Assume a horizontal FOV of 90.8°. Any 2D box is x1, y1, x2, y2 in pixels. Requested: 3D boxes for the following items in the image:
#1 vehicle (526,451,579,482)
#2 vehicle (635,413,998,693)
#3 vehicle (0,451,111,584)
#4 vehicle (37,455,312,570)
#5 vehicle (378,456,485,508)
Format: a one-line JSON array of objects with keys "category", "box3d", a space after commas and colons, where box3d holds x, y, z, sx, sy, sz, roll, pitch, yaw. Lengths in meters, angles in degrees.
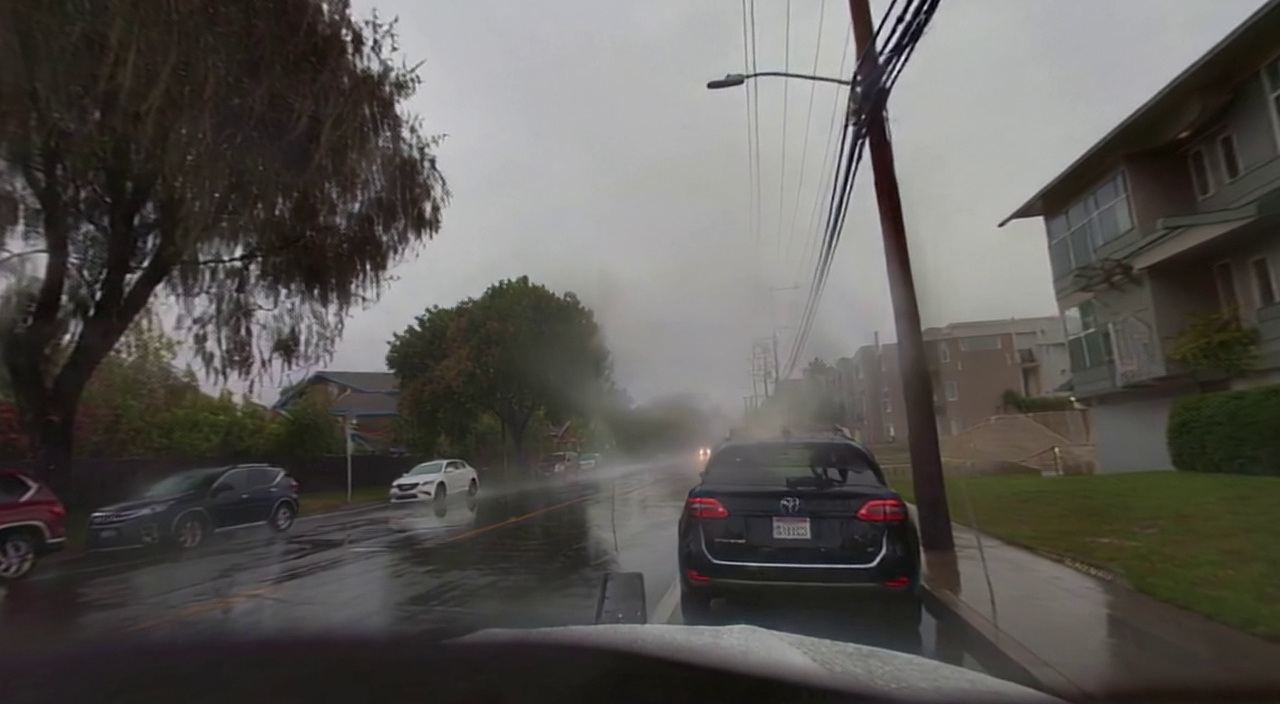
[{"category": "vehicle", "box3d": [-5.452, 7.179, 40.009, 2.011, 1.801, 4.676, -1, -9, 9]}, {"category": "vehicle", "box3d": [1.364, 1.481, 6.041, 2.030, 1.535, 4.683, -1, -9, 10]}, {"category": "vehicle", "box3d": [-10.186, 2.338, 8.193, 1.973, 1.848, 5.100, -9, -11, 6]}, {"category": "vehicle", "box3d": [-9.385, 3.204, 13.378, 2.068, 1.745, 4.579, -8, -10, 6]}, {"category": "vehicle", "box3d": [-8.058, 5.051, 24.928, 2.017, 1.582, 4.664, -8, -11, 9]}]
